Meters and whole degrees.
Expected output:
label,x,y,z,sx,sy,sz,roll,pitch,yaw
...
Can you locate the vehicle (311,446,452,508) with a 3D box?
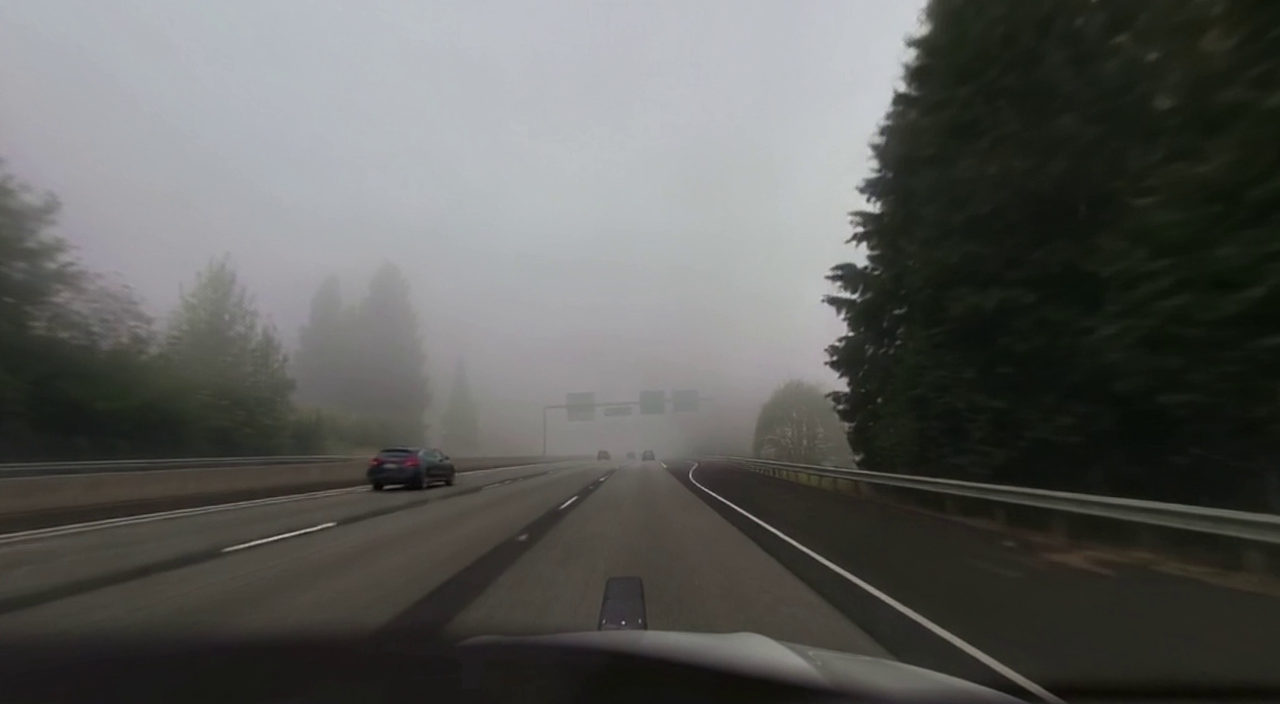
label,x,y,z,sx,sy,sz,roll,pitch,yaw
vehicle,-6.846,3.334,17.353,1.835,1.459,4.636,0,-9,1
